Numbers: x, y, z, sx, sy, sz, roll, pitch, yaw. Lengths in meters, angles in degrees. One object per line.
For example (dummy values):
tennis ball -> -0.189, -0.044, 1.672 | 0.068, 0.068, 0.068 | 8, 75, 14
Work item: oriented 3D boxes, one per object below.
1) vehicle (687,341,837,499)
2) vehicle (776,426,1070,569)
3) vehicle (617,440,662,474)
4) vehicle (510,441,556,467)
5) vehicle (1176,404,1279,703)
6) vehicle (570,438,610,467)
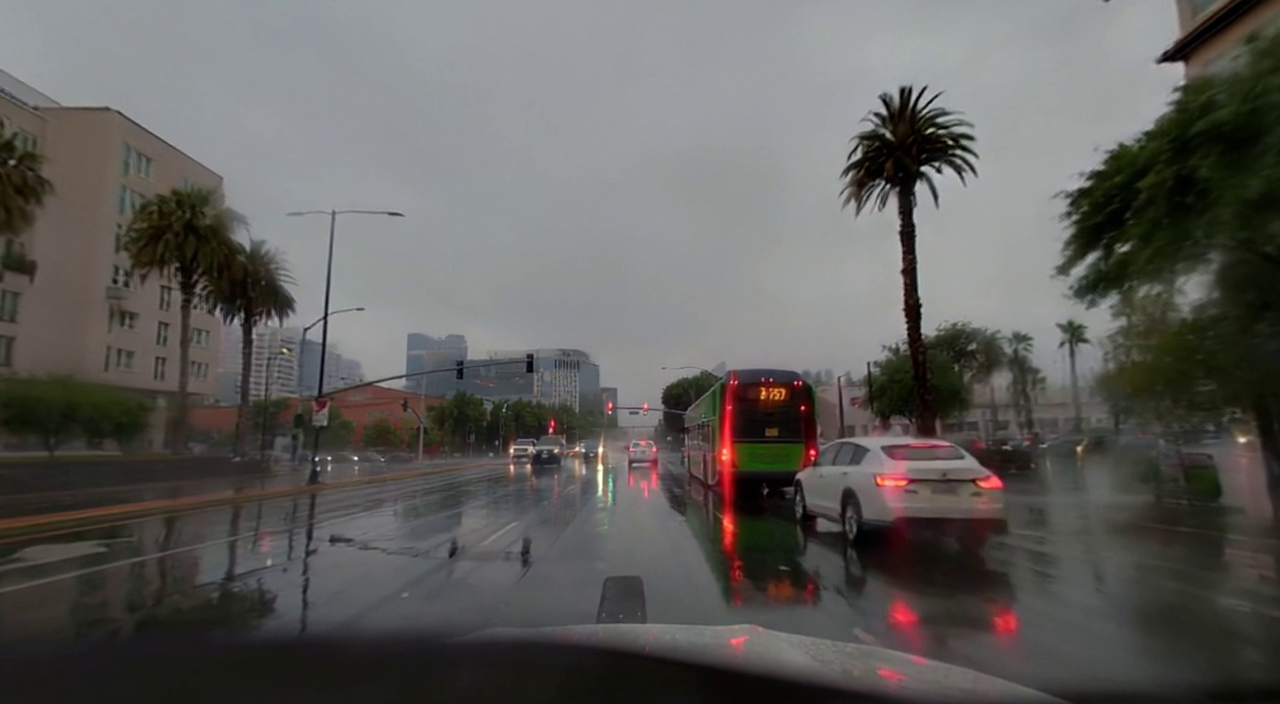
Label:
vehicle -> 3.594, 2.719, 22.944 | 2.970, 4.015, 13.606 | 0, -9, 1
vehicle -> 3.613, 1.951, 9.409 | 1.965, 1.519, 5.078 | 0, -9, -1
vehicle -> 0.008, 5.043, 30.446 | 2.060, 1.499, 3.831 | 0, -9, 1
vehicle -> -6.728, 6.467, 40.207 | 1.927, 1.480, 4.832 | -1, -9, 2
vehicle -> 3.348, 0.640, 0.333 | 2.063, 1.483, 4.620 | 0, -9, 0
vehicle -> -3.125, 6.376, 40.324 | 2.020, 1.721, 4.366 | 0, -9, 2
